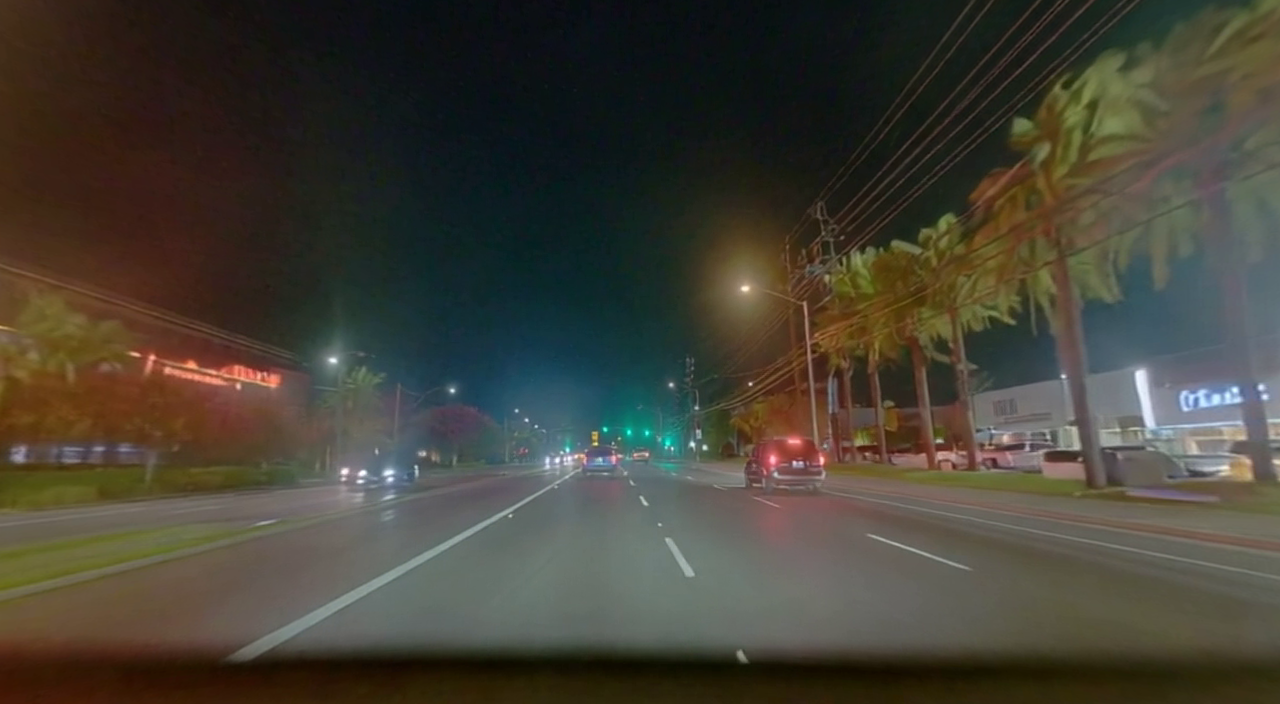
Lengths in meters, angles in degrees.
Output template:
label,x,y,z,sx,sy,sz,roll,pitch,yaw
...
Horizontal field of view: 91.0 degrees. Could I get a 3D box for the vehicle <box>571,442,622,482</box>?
label,x,y,z,sx,sy,sz,roll,pitch,yaw
vehicle,-1.887,4.927,28.531,2.138,1.672,4.168,0,-9,-2

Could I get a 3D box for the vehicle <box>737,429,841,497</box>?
label,x,y,z,sx,sy,sz,roll,pitch,yaw
vehicle,4.647,3.547,20.411,2.107,1.928,4.471,0,-9,-2

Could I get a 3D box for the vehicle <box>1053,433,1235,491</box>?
label,x,y,z,sx,sy,sz,roll,pitch,yaw
vehicle,16.619,3.613,20.937,4.323,1.466,1.878,-5,-8,-1

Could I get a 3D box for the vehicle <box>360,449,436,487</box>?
label,x,y,z,sx,sy,sz,roll,pitch,yaw
vehicle,-11.845,5.676,31.180,2.080,1.688,4.473,0,-9,-2
